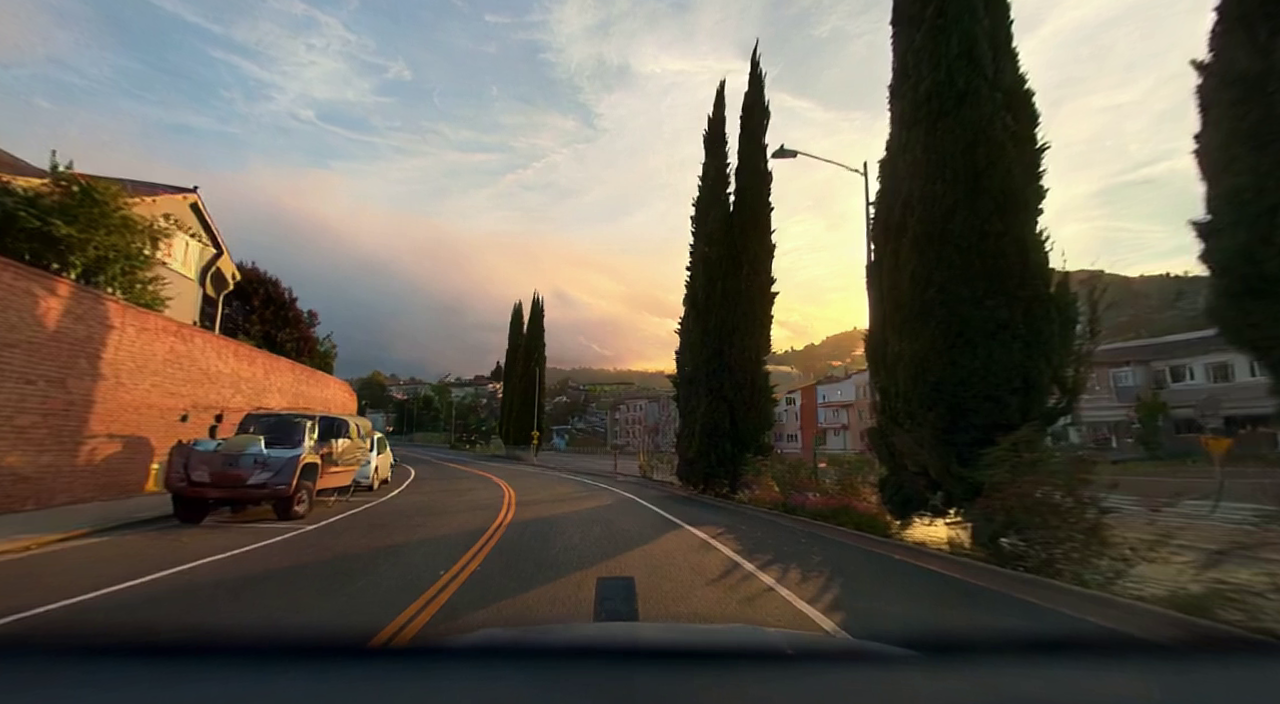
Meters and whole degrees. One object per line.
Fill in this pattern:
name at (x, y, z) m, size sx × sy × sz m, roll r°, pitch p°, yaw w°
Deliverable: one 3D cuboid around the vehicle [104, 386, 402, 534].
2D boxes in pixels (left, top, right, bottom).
vehicle at (-7.960, 2.378, 14.455) m, size 3.073 × 2.458 × 6.937 m, roll 3°, pitch -9°, yaw -7°
